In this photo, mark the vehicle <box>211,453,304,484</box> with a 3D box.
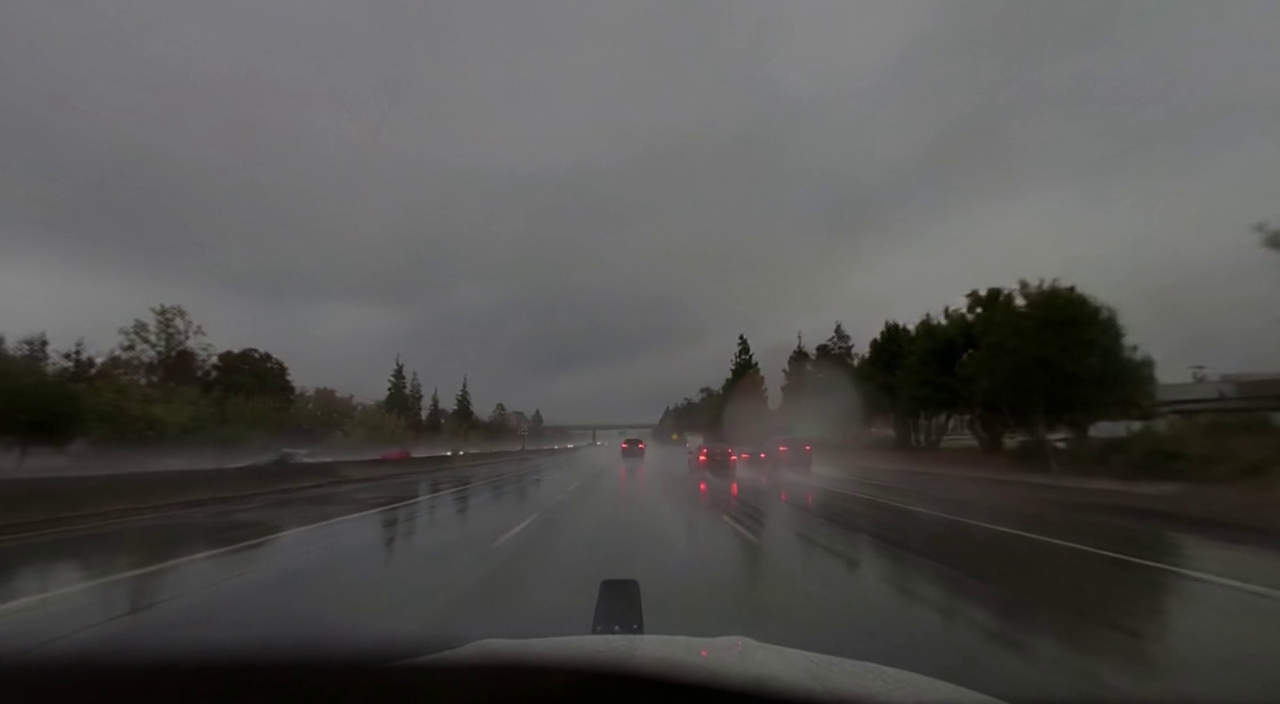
[{"bbox_3d":[-20.066,6.089,33.420,1.998,1.460,4.654,0,-9,0],"label":"vehicle"}]

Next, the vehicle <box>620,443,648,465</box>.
[{"bbox_3d":[-0.513,7.786,48.354,2.029,1.595,4.207,0,-9,-2],"label":"vehicle"}]

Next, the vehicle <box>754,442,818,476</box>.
[{"bbox_3d":[6.998,5.155,30.764,1.946,1.497,4.467,0,-9,-2],"label":"vehicle"}]

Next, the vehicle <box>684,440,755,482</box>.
[{"bbox_3d":[3.057,4.309,25.297,2.076,1.472,4.562,0,-9,-2],"label":"vehicle"}]
